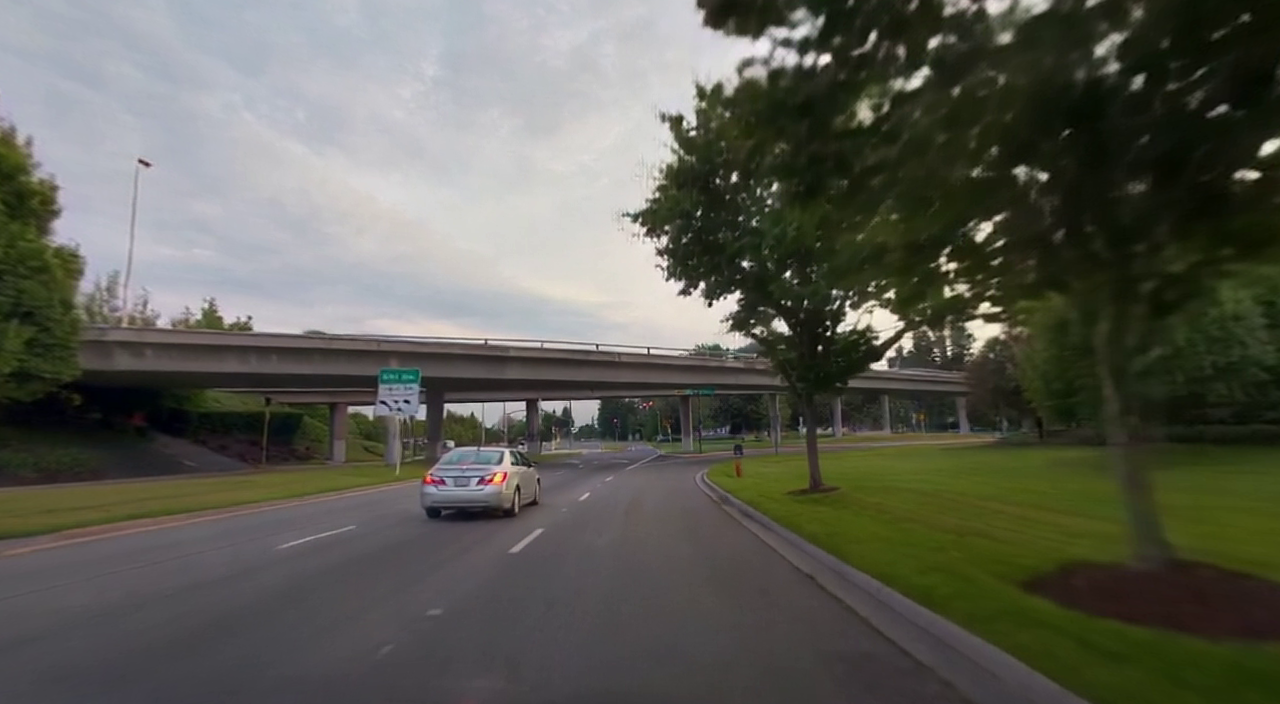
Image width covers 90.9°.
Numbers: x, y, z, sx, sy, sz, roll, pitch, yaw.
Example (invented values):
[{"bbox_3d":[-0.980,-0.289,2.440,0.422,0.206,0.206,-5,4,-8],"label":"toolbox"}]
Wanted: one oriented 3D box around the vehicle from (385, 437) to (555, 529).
[{"bbox_3d":[-3.078,2.499,12.593,1.963,1.460,4.614,-1,-9,2],"label":"vehicle"}]
